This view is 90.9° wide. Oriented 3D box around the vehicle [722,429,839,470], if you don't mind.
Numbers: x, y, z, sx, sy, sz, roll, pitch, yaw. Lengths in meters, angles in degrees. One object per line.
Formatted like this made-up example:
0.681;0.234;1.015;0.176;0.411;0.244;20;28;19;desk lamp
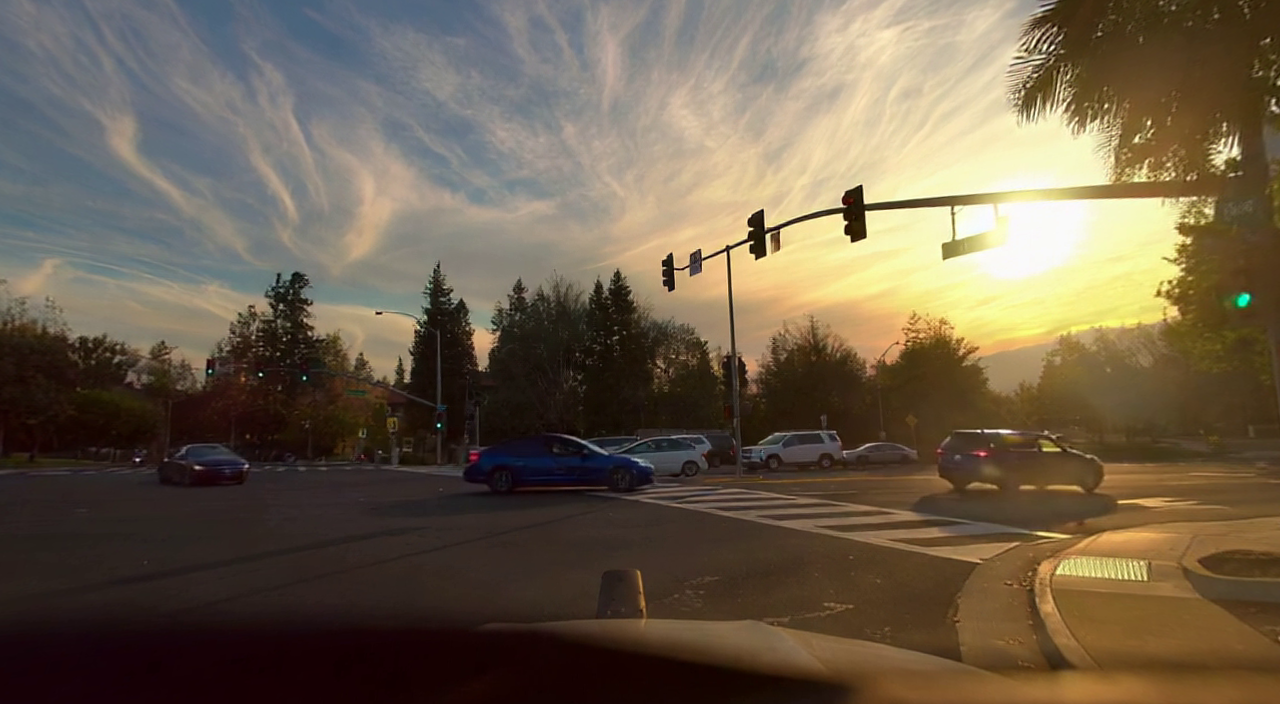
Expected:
7.271;5.057;32.534;5.791;1.964;2.199;5;-10;-26;vehicle

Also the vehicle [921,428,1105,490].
12.318;3.473;20.825;5.332;1.807;2.450;4;-9;-24;vehicle

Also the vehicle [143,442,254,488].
-15.804;3.946;22.468;4.589;1.462;1.953;-7;-11;39;vehicle

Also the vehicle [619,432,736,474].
1.562;4.143;26.016;4.483;1.589;1.852;4;-9;-26;vehicle

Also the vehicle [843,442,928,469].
13.790;5.787;35.397;4.457;1.429;1.862;4;-9;-26;vehicle

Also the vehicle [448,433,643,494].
-2.401;2.960;16.892;4.826;1.484;2.000;-1;-8;5;vehicle
